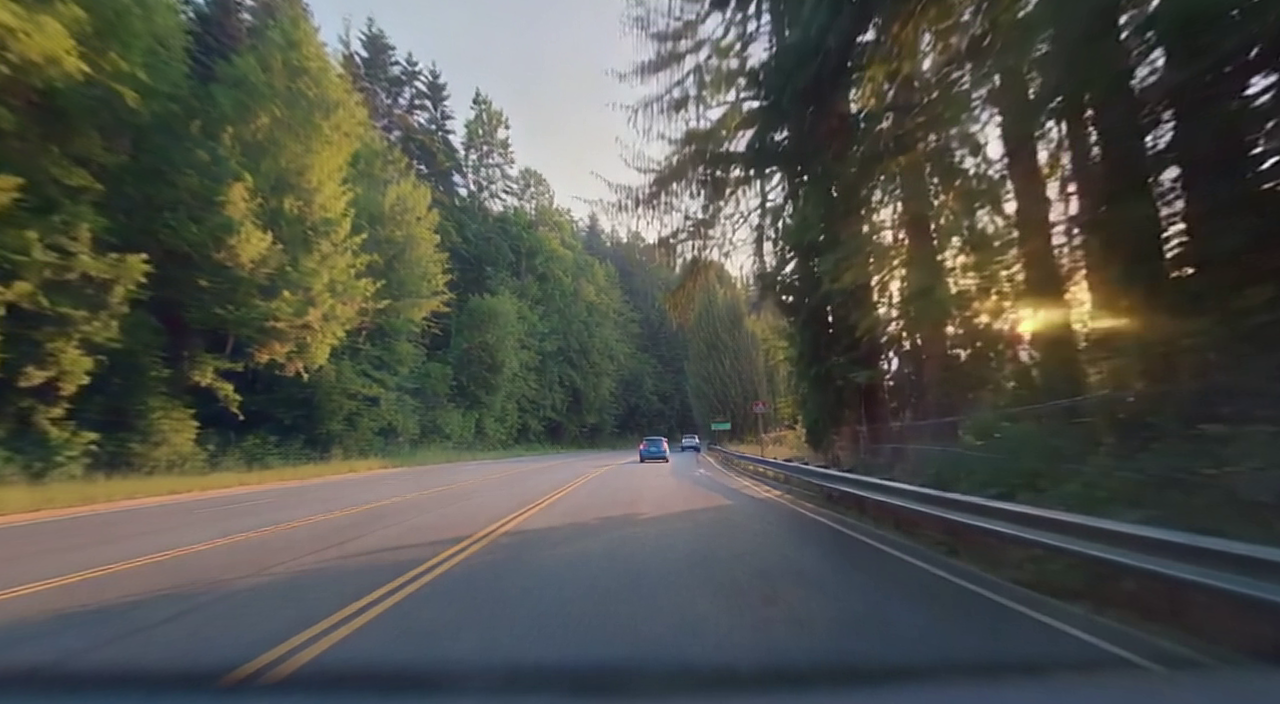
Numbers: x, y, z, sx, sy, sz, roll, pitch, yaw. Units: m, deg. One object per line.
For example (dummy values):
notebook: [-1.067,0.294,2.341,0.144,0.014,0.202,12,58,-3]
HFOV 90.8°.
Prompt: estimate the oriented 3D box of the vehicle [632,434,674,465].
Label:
vehicle: [0.859,5.811,37.611,2.294,1.708,4.110,-1,-9,4]
